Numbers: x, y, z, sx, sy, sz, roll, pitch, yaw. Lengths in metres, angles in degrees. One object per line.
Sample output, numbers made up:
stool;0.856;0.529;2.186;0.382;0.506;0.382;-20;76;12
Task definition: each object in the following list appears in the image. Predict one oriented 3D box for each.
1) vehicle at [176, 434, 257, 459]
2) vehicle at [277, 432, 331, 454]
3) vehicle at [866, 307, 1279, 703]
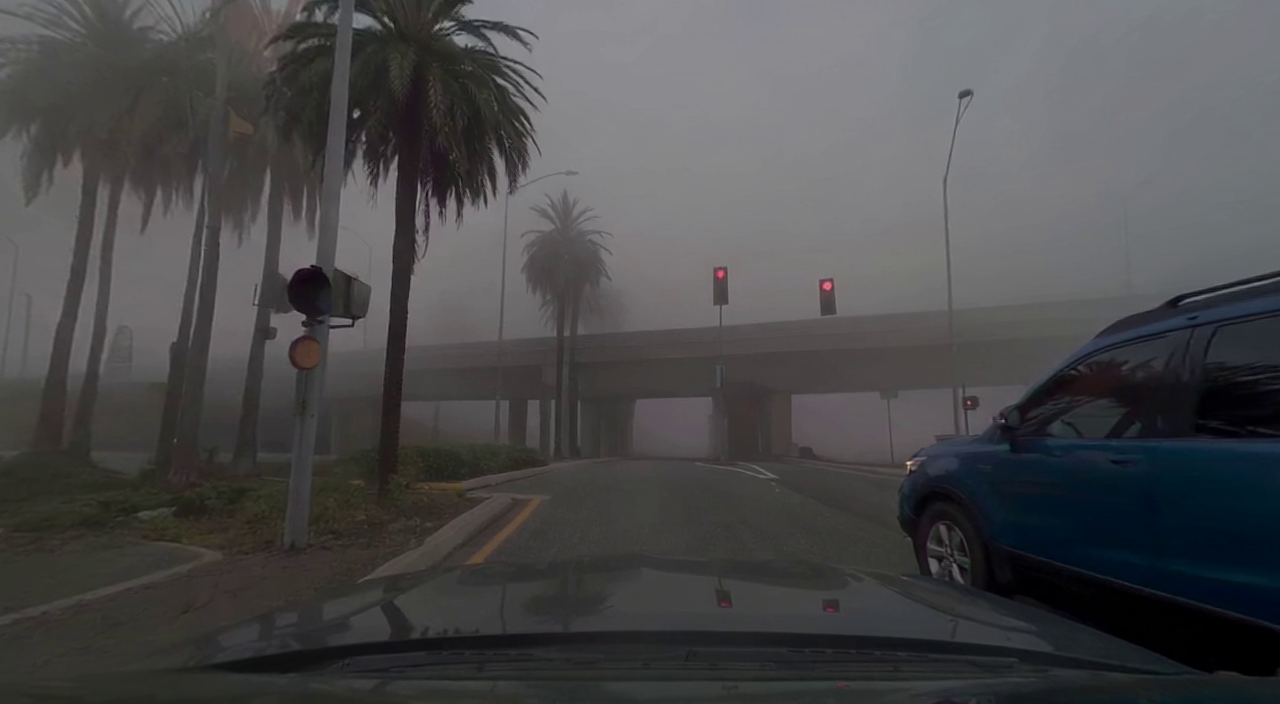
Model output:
vehicle;-26.499;5.925;39.582;1.830;1.443;4.551;0;-9;2
vehicle;-26.193;7.135;49.199;1.941;1.631;4.017;0;-9;0
vehicle;3.452;1.014;4.328;2.028;1.770;4.737;0;-9;0
